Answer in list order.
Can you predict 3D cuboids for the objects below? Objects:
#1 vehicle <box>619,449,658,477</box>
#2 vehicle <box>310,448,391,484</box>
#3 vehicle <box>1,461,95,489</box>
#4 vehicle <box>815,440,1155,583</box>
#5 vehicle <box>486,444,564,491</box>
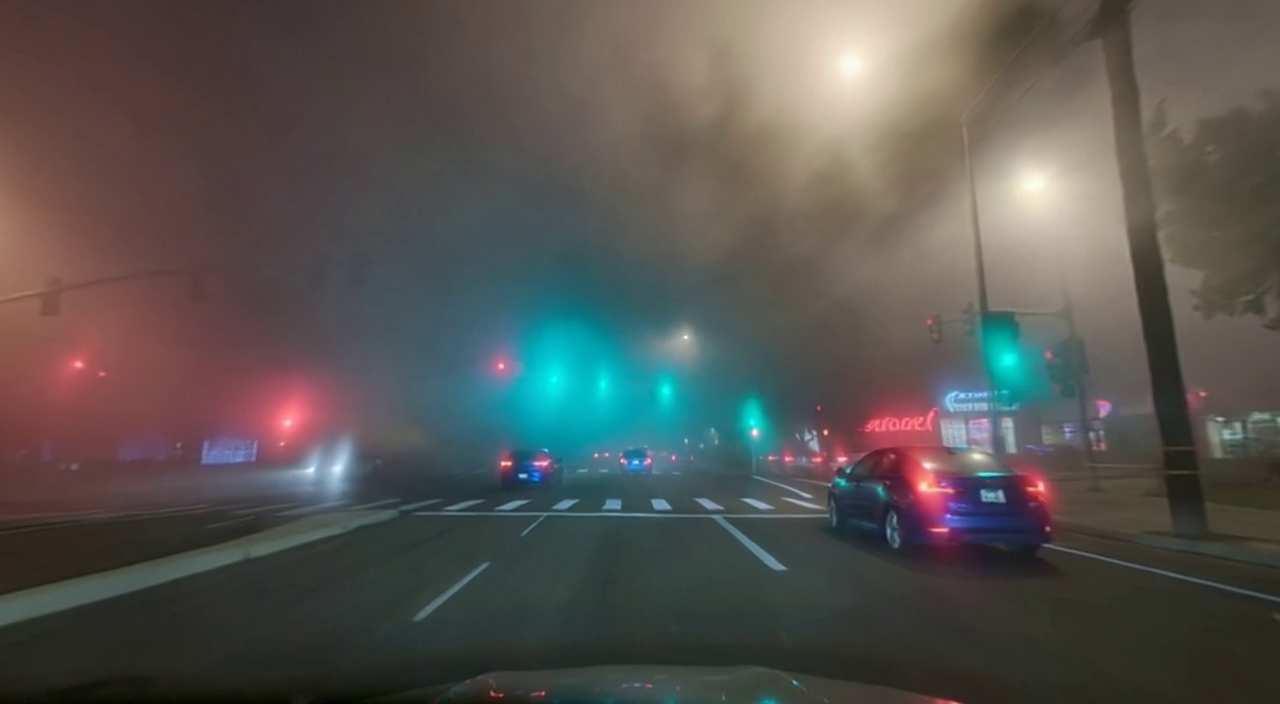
[{"bbox_3d":[-0.124,6.204,35.583,2.072,1.473,4.139,0,-8,-1],"label":"vehicle"},{"bbox_3d":[-14.172,5.561,31.192,1.987,1.641,4.185,0,-8,0],"label":"vehicle"},{"bbox_3d":[-37.172,7.705,39.746,3.931,1.653,2.134,-1,-9,7],"label":"vehicle"},{"bbox_3d":[4.340,2.051,9.181,2.119,1.479,4.910,0,-8,-1],"label":"vehicle"},{"bbox_3d":[-4.189,4.281,23.775,2.035,1.564,4.702,0,-8,0],"label":"vehicle"}]
